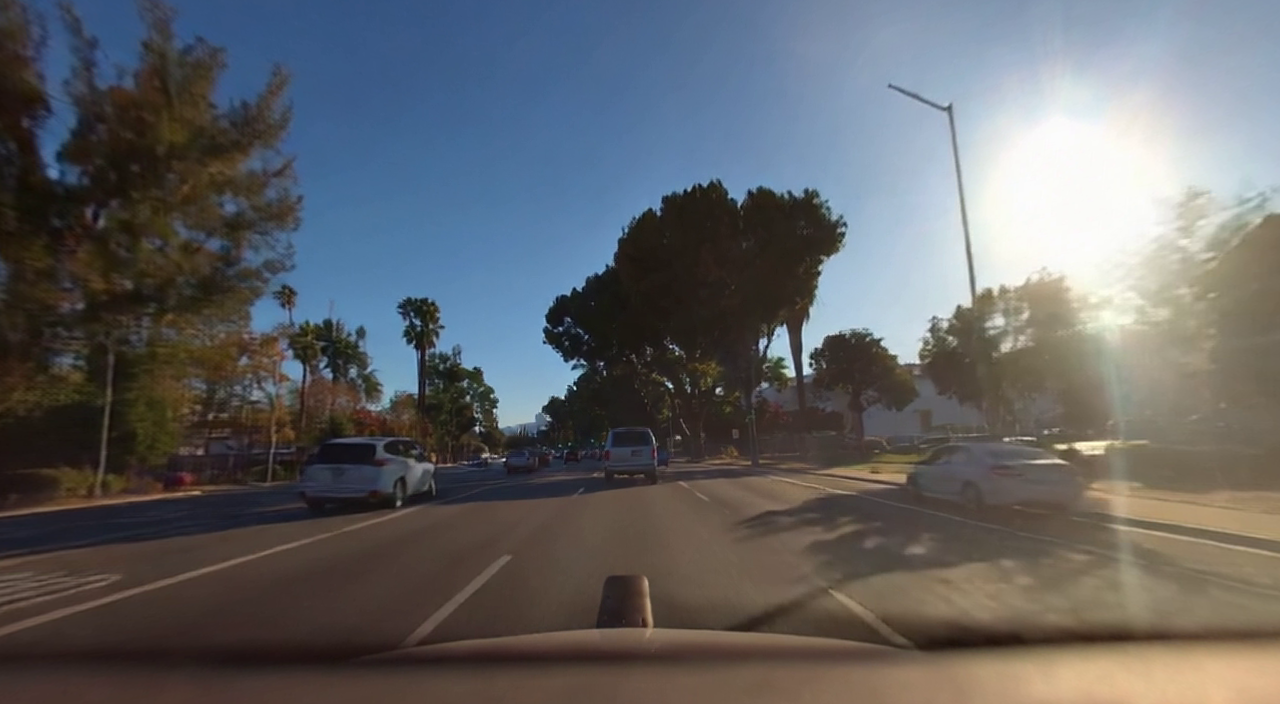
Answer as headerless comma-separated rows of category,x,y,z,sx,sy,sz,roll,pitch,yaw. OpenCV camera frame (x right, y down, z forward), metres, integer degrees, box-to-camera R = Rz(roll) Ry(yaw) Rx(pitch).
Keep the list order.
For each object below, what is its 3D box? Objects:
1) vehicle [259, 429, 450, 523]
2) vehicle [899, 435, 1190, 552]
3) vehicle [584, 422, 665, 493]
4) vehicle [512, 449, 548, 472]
vehicle,-5.937,2.634,13.871,2.235,1.682,4.662,1,-9,-3
vehicle,6.029,2.127,10.274,2.178,1.411,4.732,-1,-9,9
vehicle,-0.701,3.718,22.460,2.507,2.161,6.049,1,-9,-4
vehicle,-7.952,7.841,45.642,2.016,1.576,4.215,1,-9,-3
